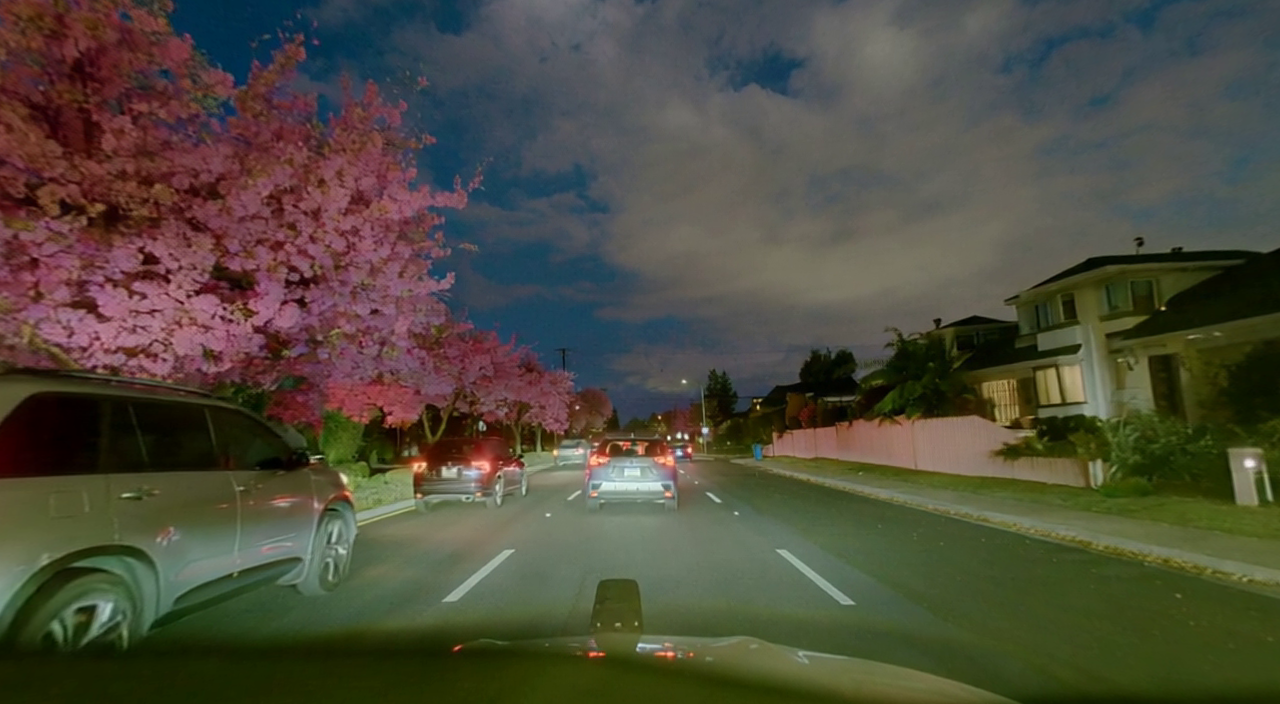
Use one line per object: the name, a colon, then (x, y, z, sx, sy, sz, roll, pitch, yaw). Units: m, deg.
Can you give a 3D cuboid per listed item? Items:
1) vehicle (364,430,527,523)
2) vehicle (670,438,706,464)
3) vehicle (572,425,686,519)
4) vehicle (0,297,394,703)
vehicle: (-3.696, 2.429, 12.851, 2.066, 1.565, 3.905, 0, -8, 0)
vehicle: (3.299, 6.881, 44.139, 2.161, 1.686, 4.196, 0, -8, -1)
vehicle: (-0.213, 2.387, 13.070, 1.997, 1.636, 3.760, 0, -8, -1)
vehicle: (-3.636, 1.013, 4.206, 2.161, 1.919, 4.798, 0, -8, -2)
